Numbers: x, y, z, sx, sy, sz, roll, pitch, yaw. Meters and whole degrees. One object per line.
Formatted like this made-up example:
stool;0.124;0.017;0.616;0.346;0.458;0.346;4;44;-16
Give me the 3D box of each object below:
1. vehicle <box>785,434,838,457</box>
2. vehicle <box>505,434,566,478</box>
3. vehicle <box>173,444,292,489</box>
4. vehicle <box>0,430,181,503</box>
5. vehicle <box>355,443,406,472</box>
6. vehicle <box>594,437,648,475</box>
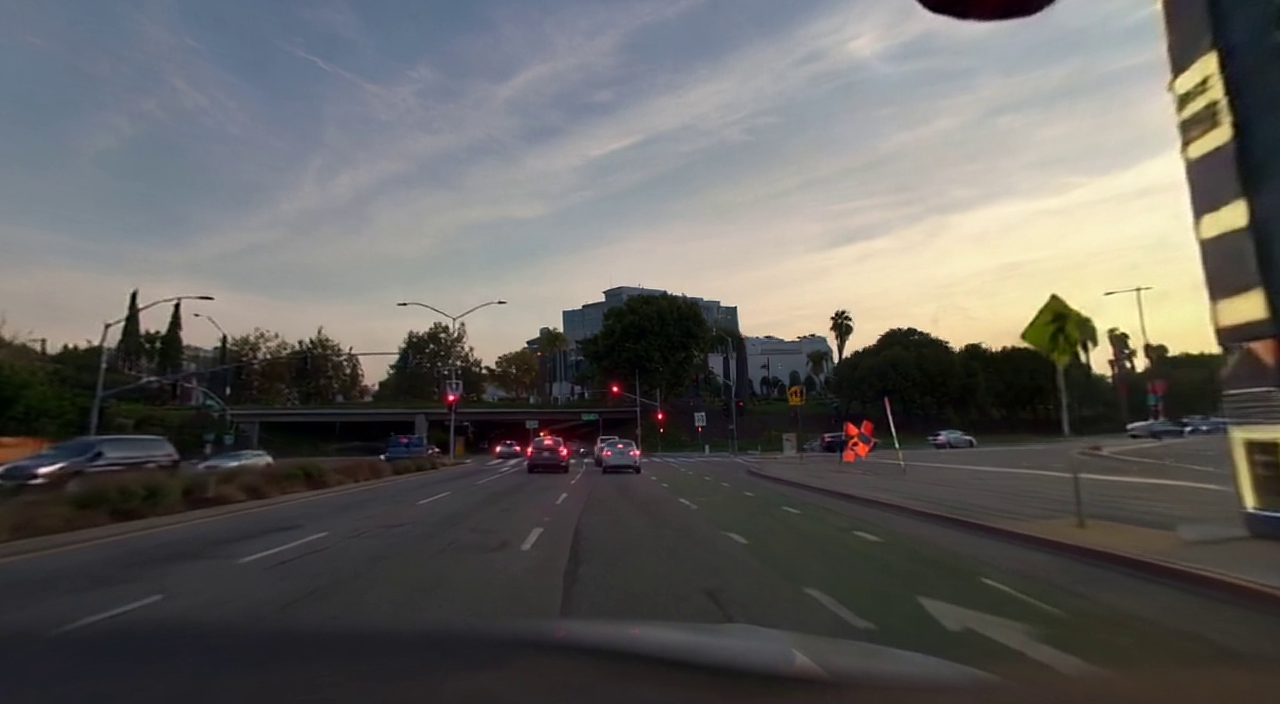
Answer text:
vehicle;13.022;7.089;47.770;4.166;1.622;1.908;8;-12;-43
vehicle;-4.181;4.235;26.030;2.057;1.610;4.891;0;-9;-4
vehicle;-15.799;4.430;24.864;1.968;1.557;4.650;1;-9;-6
vehicle;-19.141;3.849;21.731;2.655;2.126;5.813;0;-9;-5
vehicle;-17.803;7.256;43.542;1.985;1.537;4.013;-5;-6;-4
vehicle;-0.885;4.516;27.653;2.176;1.489;4.518;0;-9;-3
